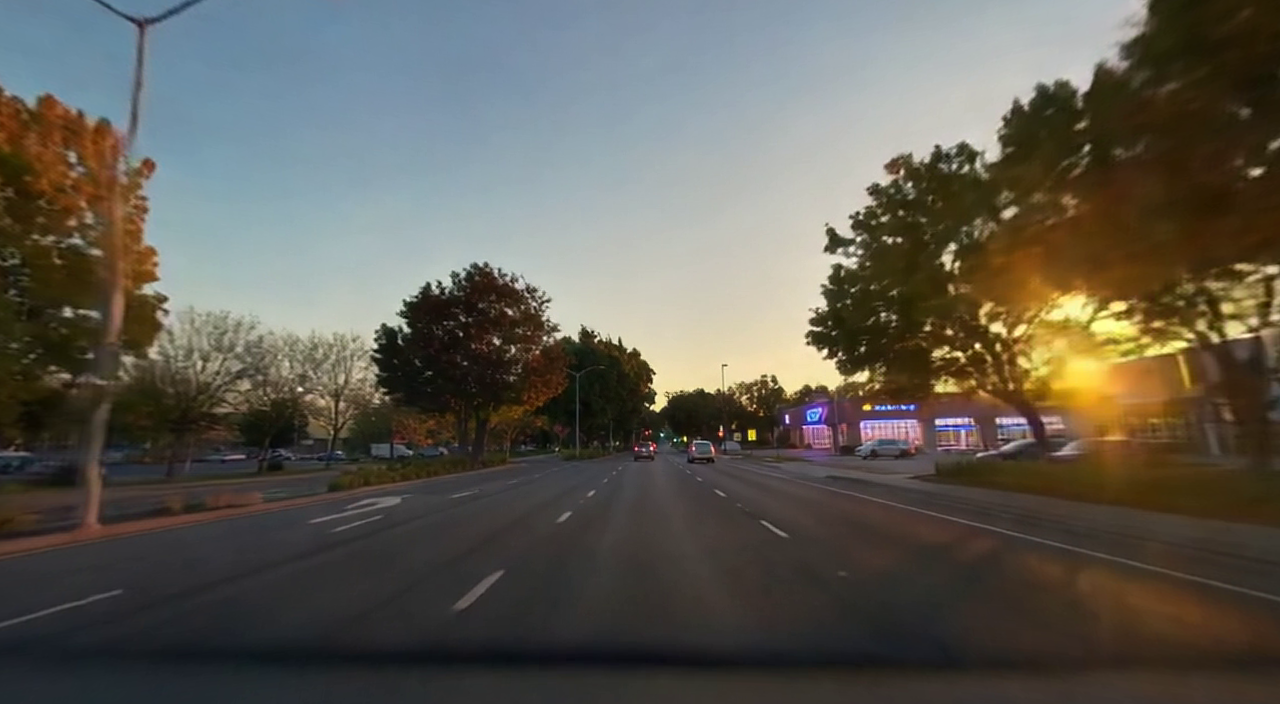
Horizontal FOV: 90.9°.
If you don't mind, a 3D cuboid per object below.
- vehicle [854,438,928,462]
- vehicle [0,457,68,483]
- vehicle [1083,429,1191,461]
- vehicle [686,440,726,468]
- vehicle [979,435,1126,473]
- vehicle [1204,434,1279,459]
[{"bbox_3d":[17.282,6.753,43.543,4.233,1.562,2.143,0,-9,1],"label":"vehicle"},{"bbox_3d":[-44.604,8.534,45.531,4.408,1.629,2.141,-3,-9,-2],"label":"vehicle"},{"bbox_3d":[30.370,5.724,38.642,2.038,1.770,4.755,7,-12,-42],"label":"vehicle"},{"bbox_3d":[4.133,6.439,39.937,2.007,1.683,4.171,0,-9,-1],"label":"vehicle"},{"bbox_3d":[17.007,4.218,26.164,4.685,1.478,1.849,-1,-9,2],"label":"vehicle"},{"bbox_3d":[38.090,5.863,38.992,2.007,1.469,4.518,8,-12,-44],"label":"vehicle"}]
